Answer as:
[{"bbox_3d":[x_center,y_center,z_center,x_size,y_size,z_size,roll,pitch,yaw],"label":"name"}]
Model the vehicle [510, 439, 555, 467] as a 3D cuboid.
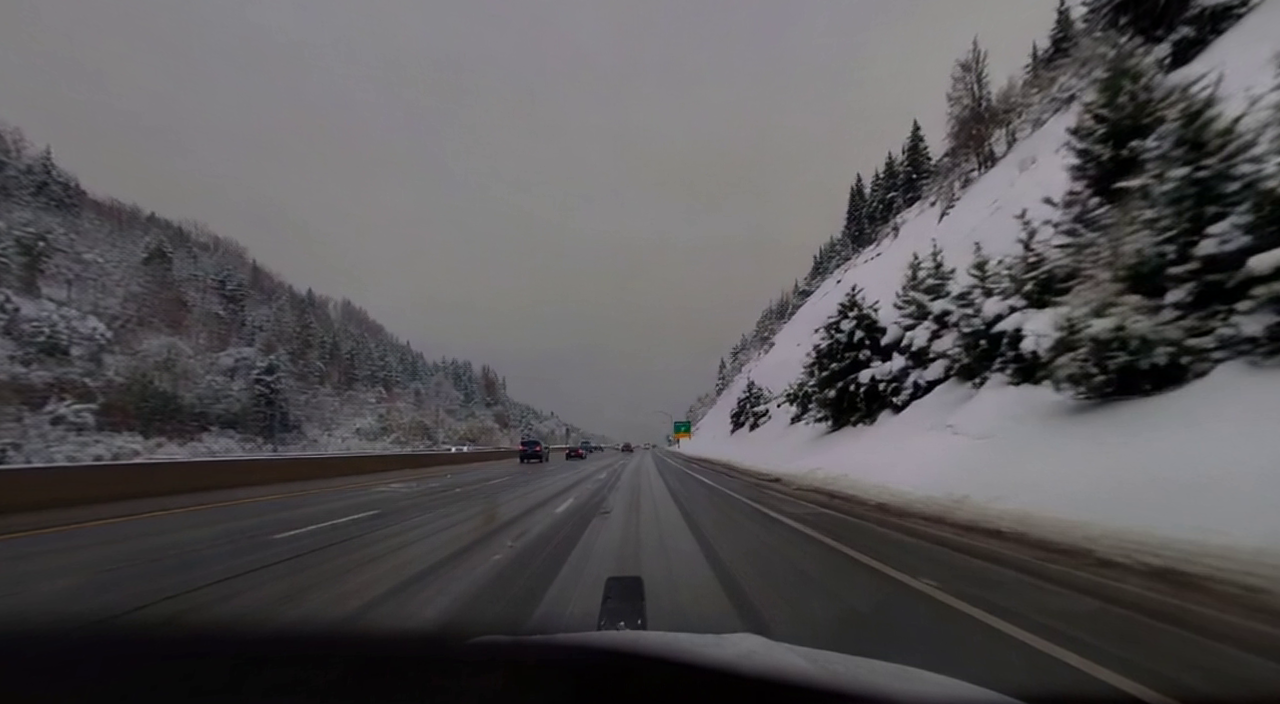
[{"bbox_3d":[-6.666,6.297,39.381,1.972,1.660,4.254,0,-8,0],"label":"vehicle"}]
